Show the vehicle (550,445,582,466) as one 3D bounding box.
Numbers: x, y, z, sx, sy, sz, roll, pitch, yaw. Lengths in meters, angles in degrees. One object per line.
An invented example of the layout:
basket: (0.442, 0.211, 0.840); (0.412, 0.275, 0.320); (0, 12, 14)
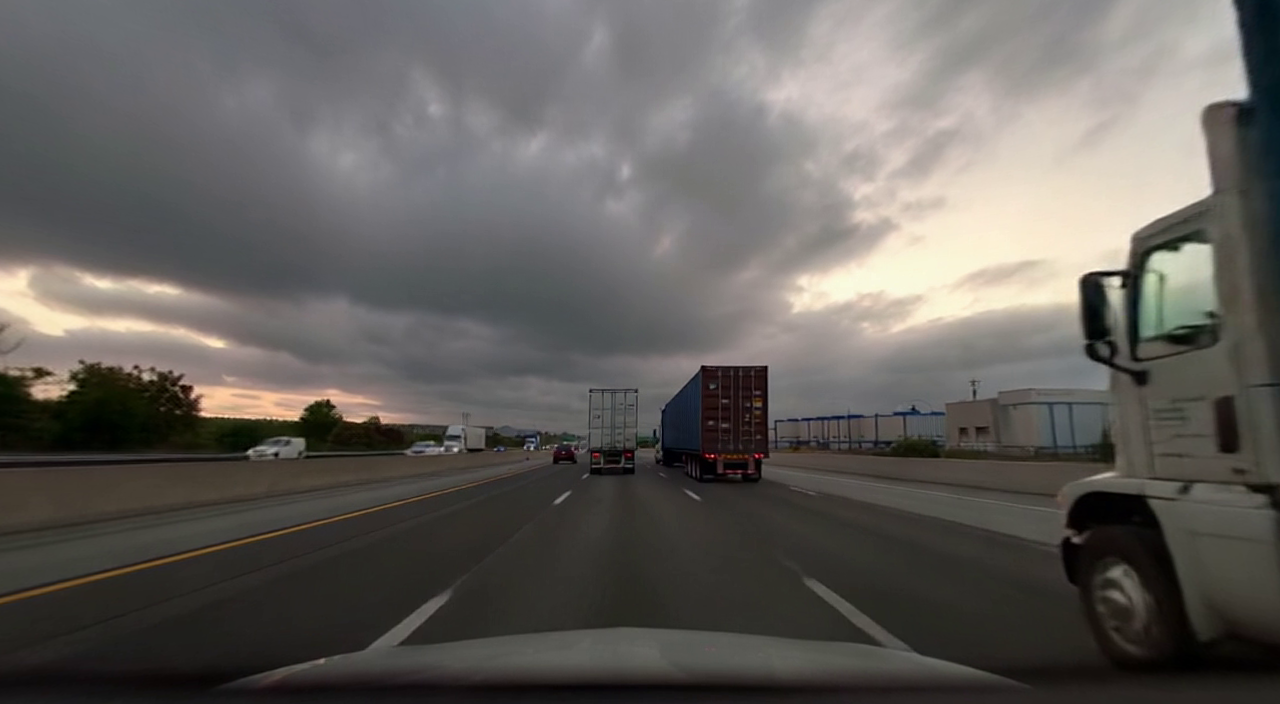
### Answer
vehicle: (-5.662, 7.962, 48.880); (2.138, 1.478, 4.641); (0, -8, -3)

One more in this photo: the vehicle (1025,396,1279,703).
vehicle: (3.296, 0.778, 1.455); (2.073, 1.474, 4.320); (0, -8, 0)

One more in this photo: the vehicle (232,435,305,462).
vehicle: (-28.684, 7.491, 49.125); (2.267, 1.933, 5.893); (0, -8, -3)

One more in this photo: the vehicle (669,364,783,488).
vehicle: (3.122, 3.348, 27.216); (2.803, 4.072, 12.744); (0, -8, -1)

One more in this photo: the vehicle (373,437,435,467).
vehicle: (-13.483, 5.723, 36.447); (1.968, 1.601, 4.575); (0, -8, -2)

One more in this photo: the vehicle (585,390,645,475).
vehicle: (-1.339, 4.727, 36.399); (2.841, 4.071, 12.046); (0, -8, -1)
